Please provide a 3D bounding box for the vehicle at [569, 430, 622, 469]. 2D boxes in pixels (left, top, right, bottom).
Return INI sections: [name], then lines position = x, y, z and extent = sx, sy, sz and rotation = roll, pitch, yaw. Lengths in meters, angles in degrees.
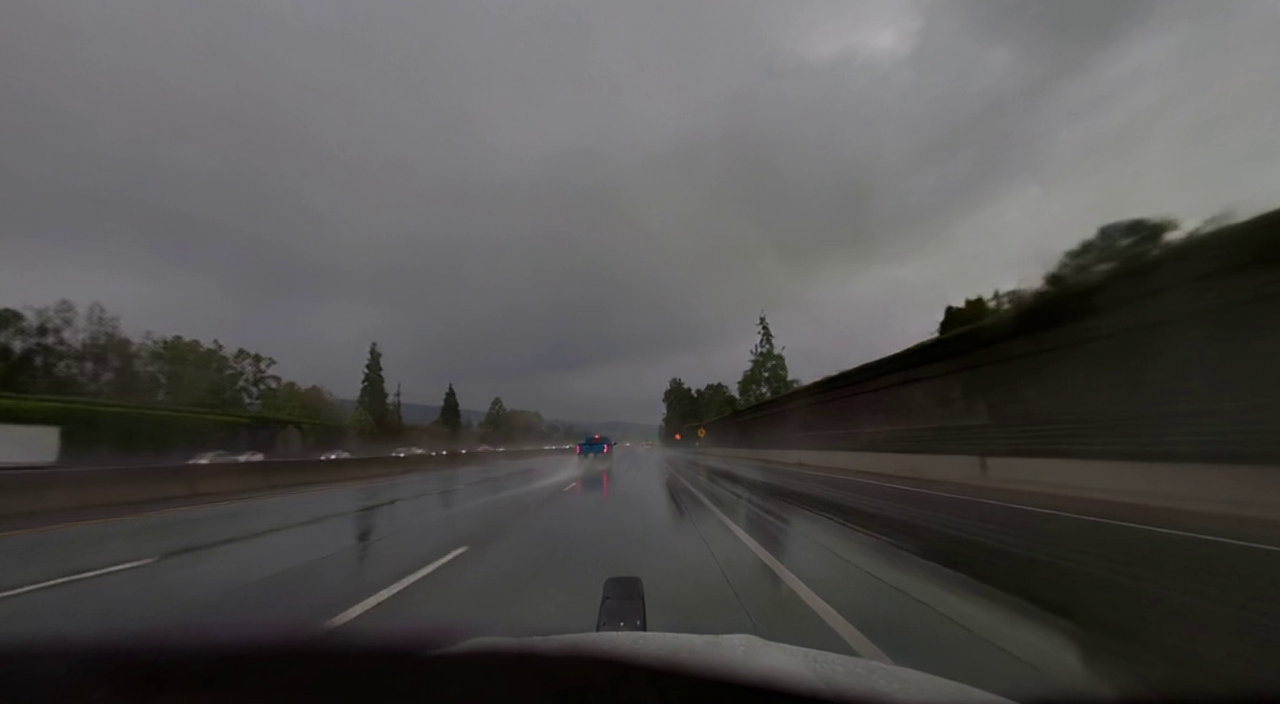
[vehicle]
position = -2.617, 6.016, 38.984
extent = 2.604, 2.170, 6.271
rotation = 0, -8, 2
